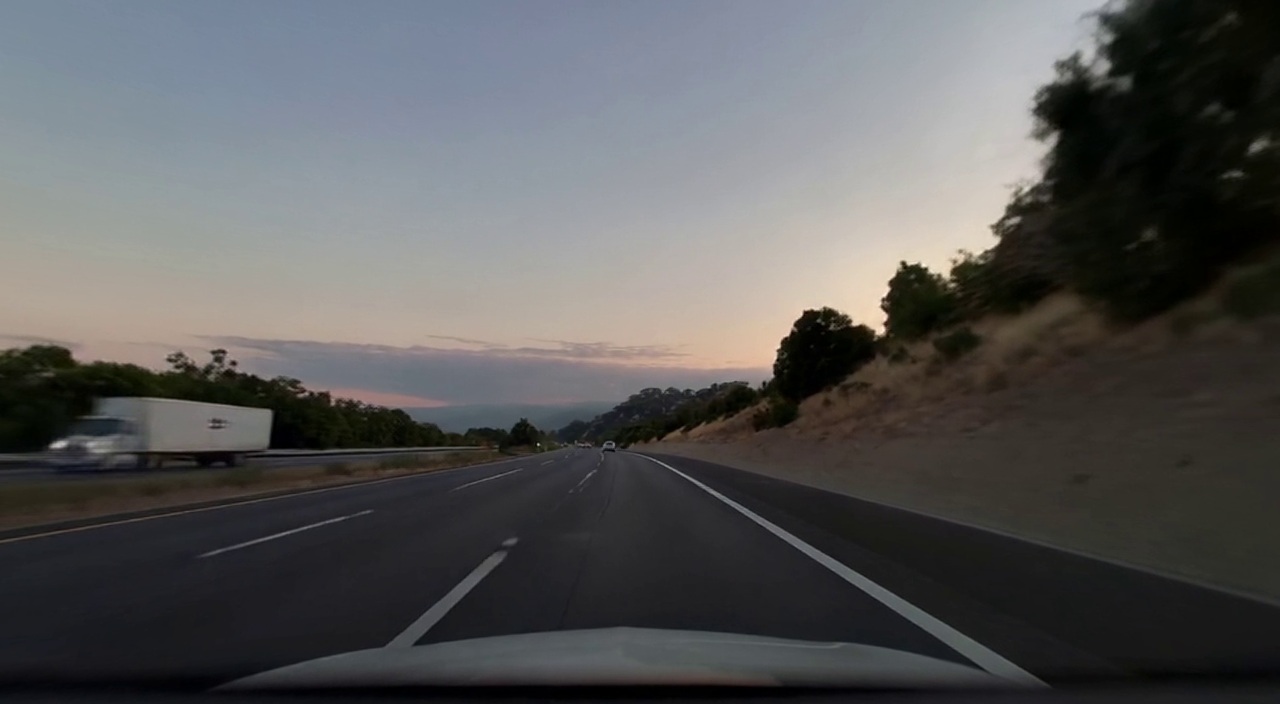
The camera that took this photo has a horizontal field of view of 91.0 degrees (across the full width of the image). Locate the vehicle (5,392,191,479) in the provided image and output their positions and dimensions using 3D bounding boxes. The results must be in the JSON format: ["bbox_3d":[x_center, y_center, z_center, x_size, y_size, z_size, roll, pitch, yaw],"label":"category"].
[{"bbox_3d":[-23.549,3.715,27.883,2.883,3.437,5.962,0,-8,-2],"label":"vehicle"}]
